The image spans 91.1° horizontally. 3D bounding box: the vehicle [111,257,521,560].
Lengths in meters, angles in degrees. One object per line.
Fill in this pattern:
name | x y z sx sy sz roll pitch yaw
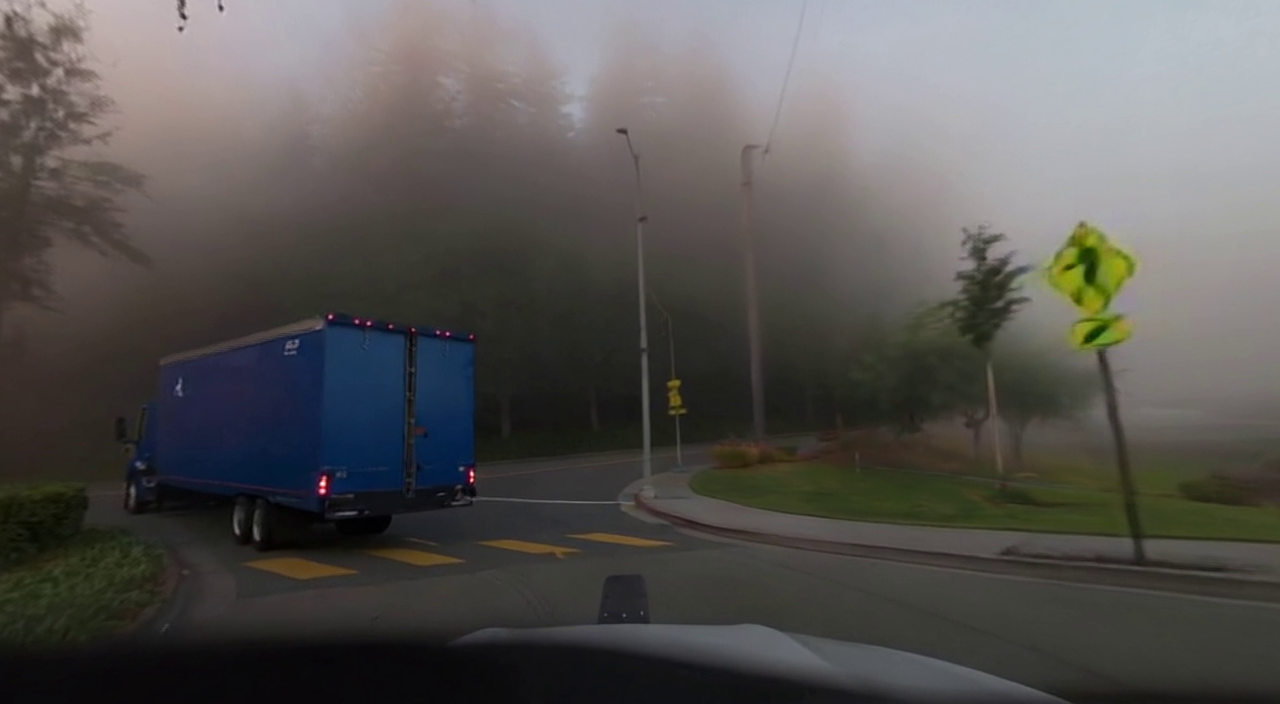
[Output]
vehicle | -6.334 1.162 11.103 9.680 3.326 2.838 -7 -10 40
